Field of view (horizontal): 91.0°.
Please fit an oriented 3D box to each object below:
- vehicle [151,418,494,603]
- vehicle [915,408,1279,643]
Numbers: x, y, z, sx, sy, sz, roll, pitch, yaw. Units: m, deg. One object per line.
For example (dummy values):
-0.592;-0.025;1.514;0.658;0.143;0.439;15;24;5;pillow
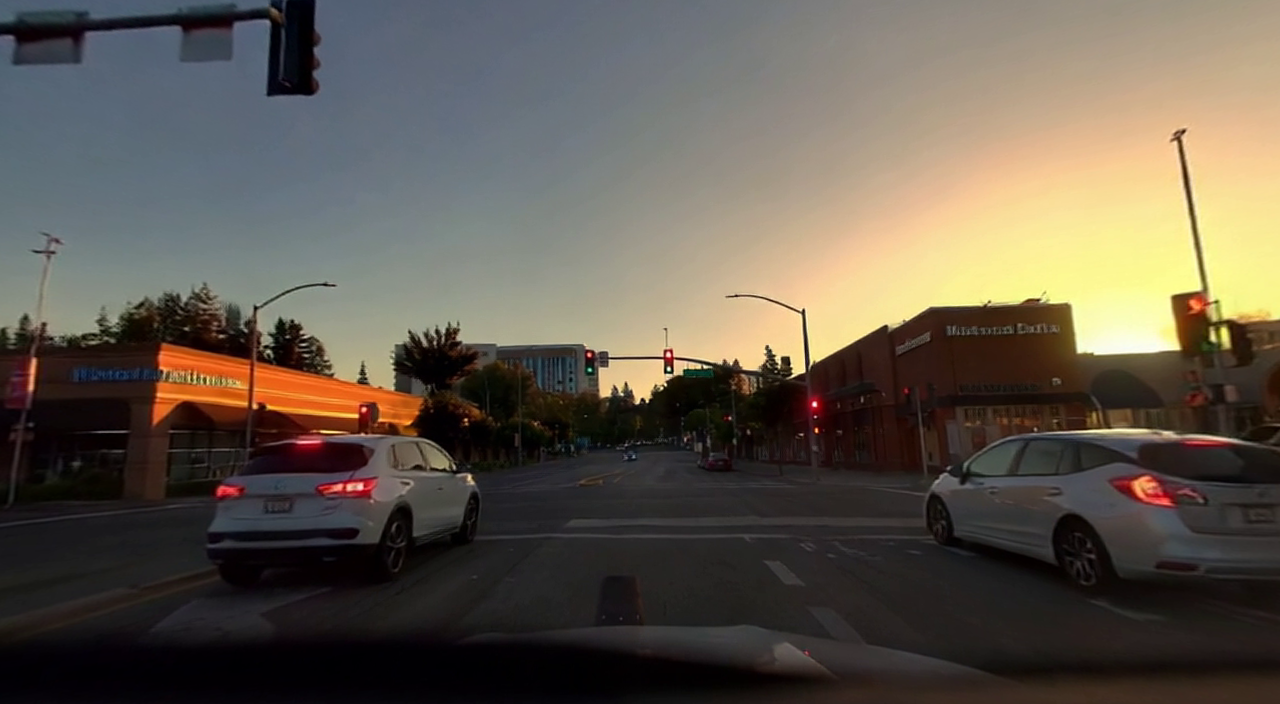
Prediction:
-3.350;1.740;7.834;1.947;1.627;4.248;0;-9;1;vehicle
4.984;1.570;6.776;2.039;1.655;4.495;0;-9;1;vehicle
